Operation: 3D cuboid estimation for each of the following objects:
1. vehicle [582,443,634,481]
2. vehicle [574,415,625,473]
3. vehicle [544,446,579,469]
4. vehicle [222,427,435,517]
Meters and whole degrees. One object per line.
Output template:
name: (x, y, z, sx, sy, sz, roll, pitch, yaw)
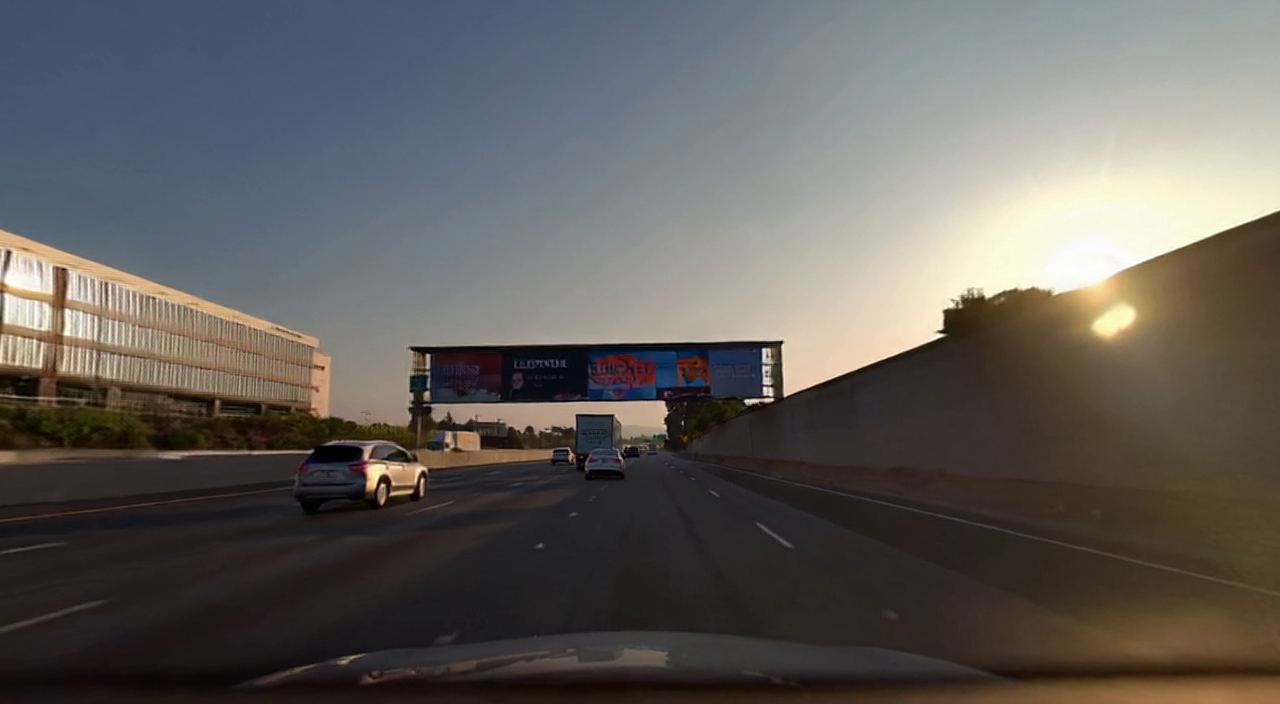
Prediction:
vehicle: (-1.389, 4.965, 28.601, 2.168, 1.597, 3.615, 0, -9, -1)
vehicle: (-2.544, 6.198, 42.404, 2.794, 3.460, 8.595, 0, -9, 1)
vehicle: (-6.073, 8.255, 49.524, 2.124, 1.674, 4.541, 0, -9, 1)
vehicle: (-7.024, 2.775, 15.094, 2.401, 1.759, 5.126, 0, -9, 1)
